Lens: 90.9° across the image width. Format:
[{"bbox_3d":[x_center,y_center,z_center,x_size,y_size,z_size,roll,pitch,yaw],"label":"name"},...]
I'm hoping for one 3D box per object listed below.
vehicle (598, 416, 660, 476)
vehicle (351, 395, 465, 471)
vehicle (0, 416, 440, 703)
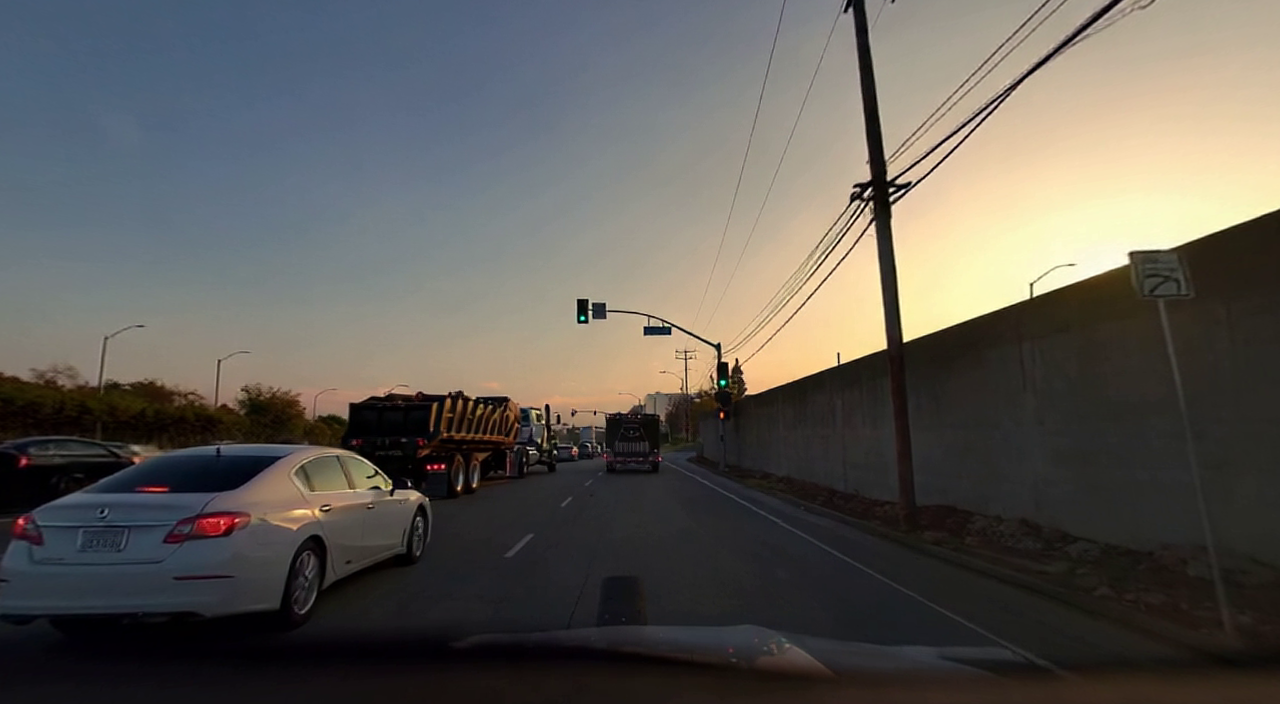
[{"bbox_3d":[-0.505,4.031,27.089,2.355,2.305,5.336,0,-9,-2],"label":"vehicle"},{"bbox_3d":[-12.945,4.735,36.299,3.016,3.847,8.707,-1,-8,2],"label":"vehicle"},{"bbox_3d":[-3.711,1.452,5.807,2.019,1.480,4.966,-1,-8,1],"label":"vehicle"}]
